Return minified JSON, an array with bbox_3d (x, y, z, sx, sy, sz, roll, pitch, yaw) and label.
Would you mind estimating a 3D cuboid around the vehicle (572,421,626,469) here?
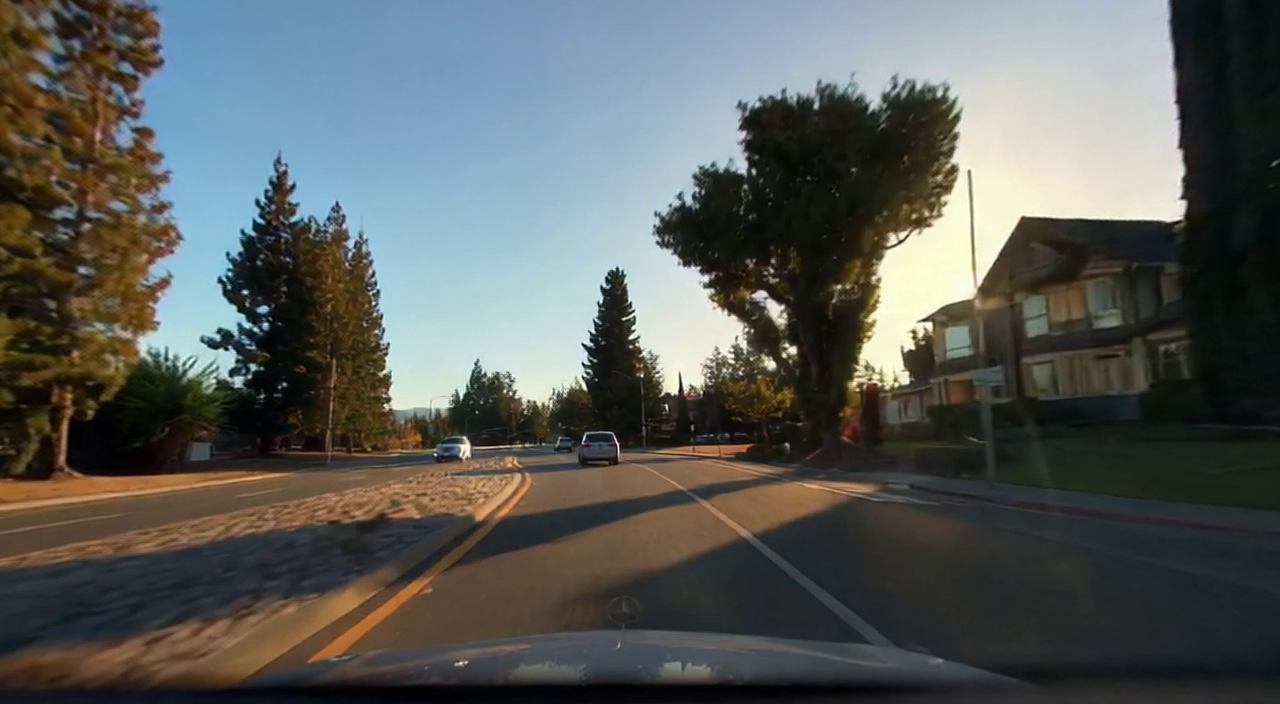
[{"bbox_3d":[-1.967,4.282,29.109,2.072,2.002,4.391,2,-8,-9],"label":"vehicle"}]
